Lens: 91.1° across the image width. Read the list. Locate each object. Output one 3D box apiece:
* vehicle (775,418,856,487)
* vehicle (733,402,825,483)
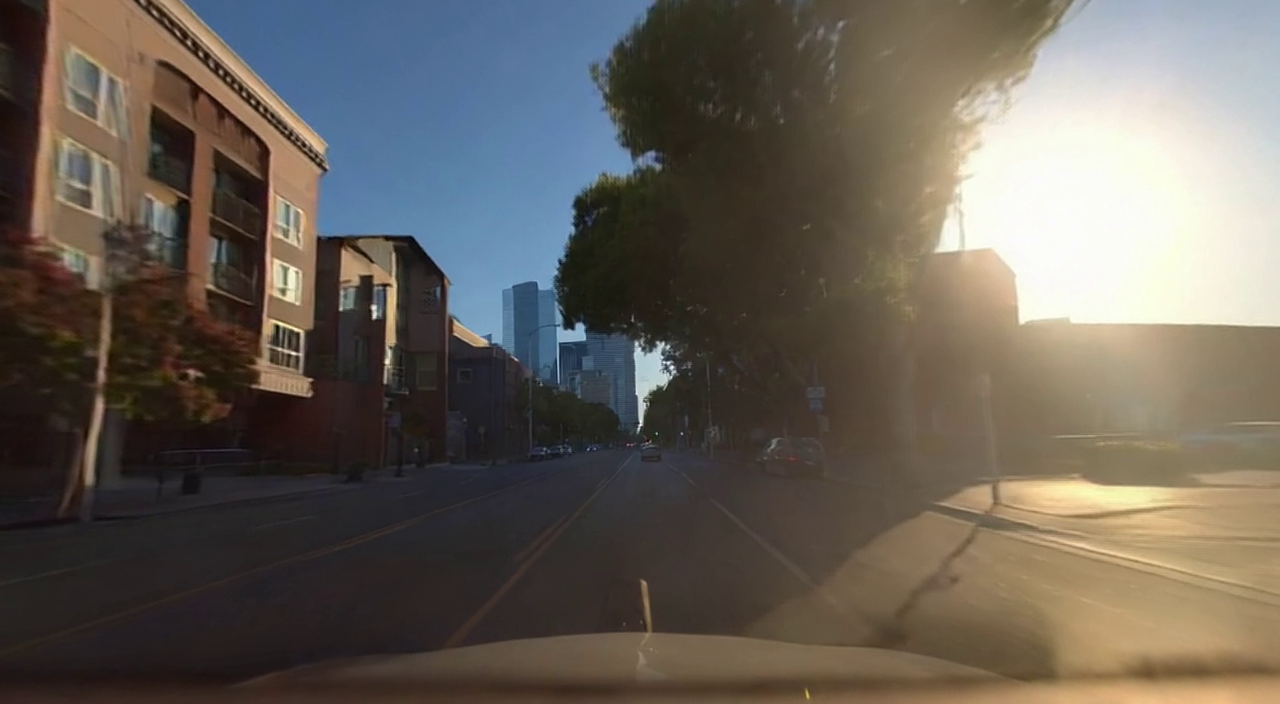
[{"bbox_3d":[6.598,3.804,24.010,2.021,2.433,3.088,0,-8,-2],"label":"vehicle"},{"bbox_3d":[6.128,4.122,28.792,2.750,3.269,6.333,0,-8,0],"label":"vehicle"}]
